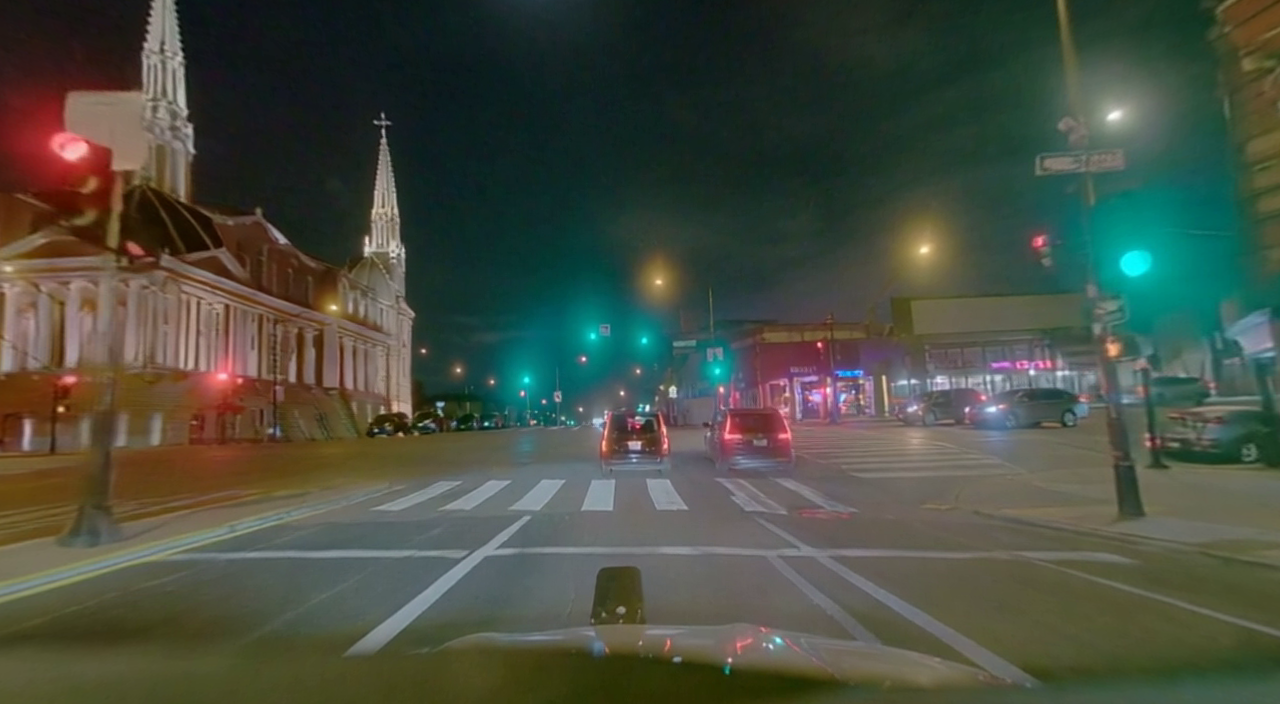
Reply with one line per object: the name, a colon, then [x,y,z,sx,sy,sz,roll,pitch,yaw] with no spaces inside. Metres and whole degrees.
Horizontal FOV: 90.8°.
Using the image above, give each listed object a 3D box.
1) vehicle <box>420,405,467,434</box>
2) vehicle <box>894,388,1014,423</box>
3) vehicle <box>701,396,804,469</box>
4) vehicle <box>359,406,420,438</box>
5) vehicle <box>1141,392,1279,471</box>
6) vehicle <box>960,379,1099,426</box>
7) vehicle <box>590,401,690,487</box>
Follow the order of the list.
vehicle: [-13.482,4.697,43.600,2.069,1.790,4.358,1,-8,-3]
vehicle: [14.682,2.536,29.695,4.488,1.475,2.083,-1,-6,-3]
vehicle: [3.240,2.310,19.223,2.080,1.735,4.650,1,-2,-2]
vehicle: [-16.462,4.728,41.808,1.969,1.896,5.404,1,-8,-2]
vehicle: [16.445,2.071,17.006,4.379,1.486,1.941,-5,2,-3]
vehicle: [16.487,2.142,26.907,4.512,1.734,2.143,-2,-4,-3]
vehicle: [-0.109,2.159,15.830,2.168,1.776,4.135,0,-4,-3]
